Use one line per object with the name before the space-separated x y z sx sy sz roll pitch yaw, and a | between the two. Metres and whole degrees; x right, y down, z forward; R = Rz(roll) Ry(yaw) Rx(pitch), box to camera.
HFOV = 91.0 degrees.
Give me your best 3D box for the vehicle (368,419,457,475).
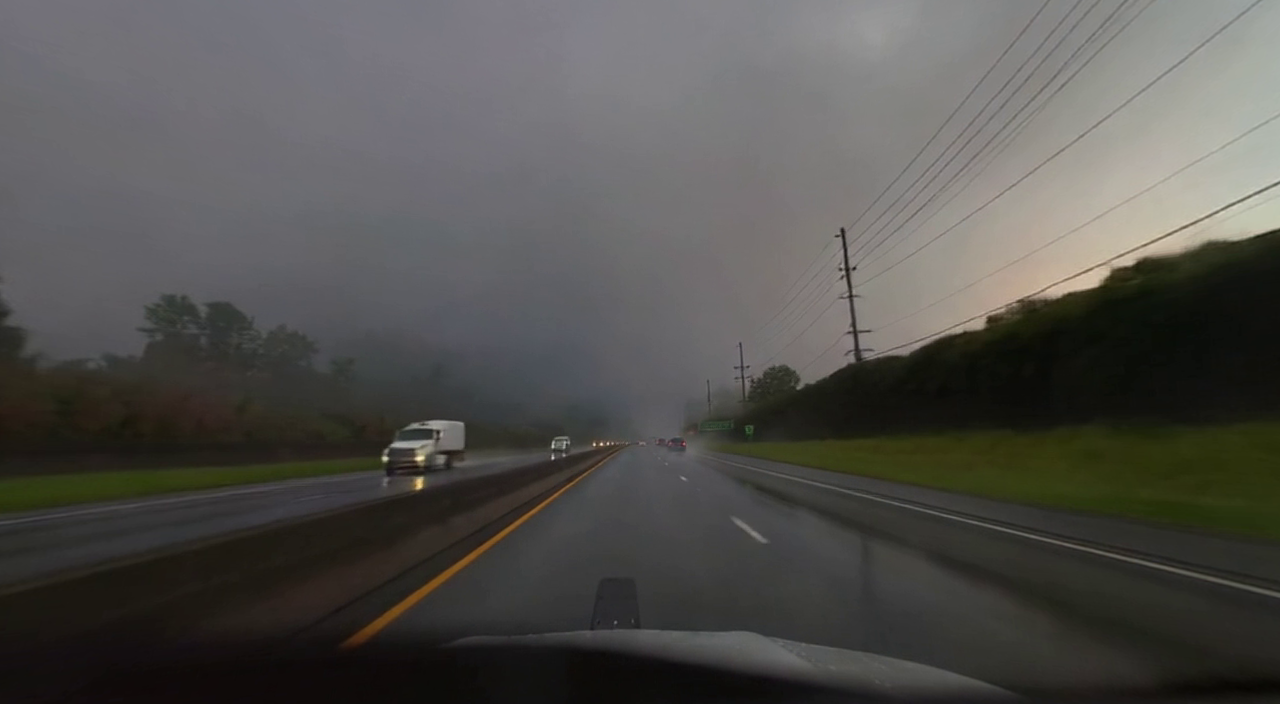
vehicle | -11.798 5.002 33.355 2.274 2.665 6.594 -1 -8 0
